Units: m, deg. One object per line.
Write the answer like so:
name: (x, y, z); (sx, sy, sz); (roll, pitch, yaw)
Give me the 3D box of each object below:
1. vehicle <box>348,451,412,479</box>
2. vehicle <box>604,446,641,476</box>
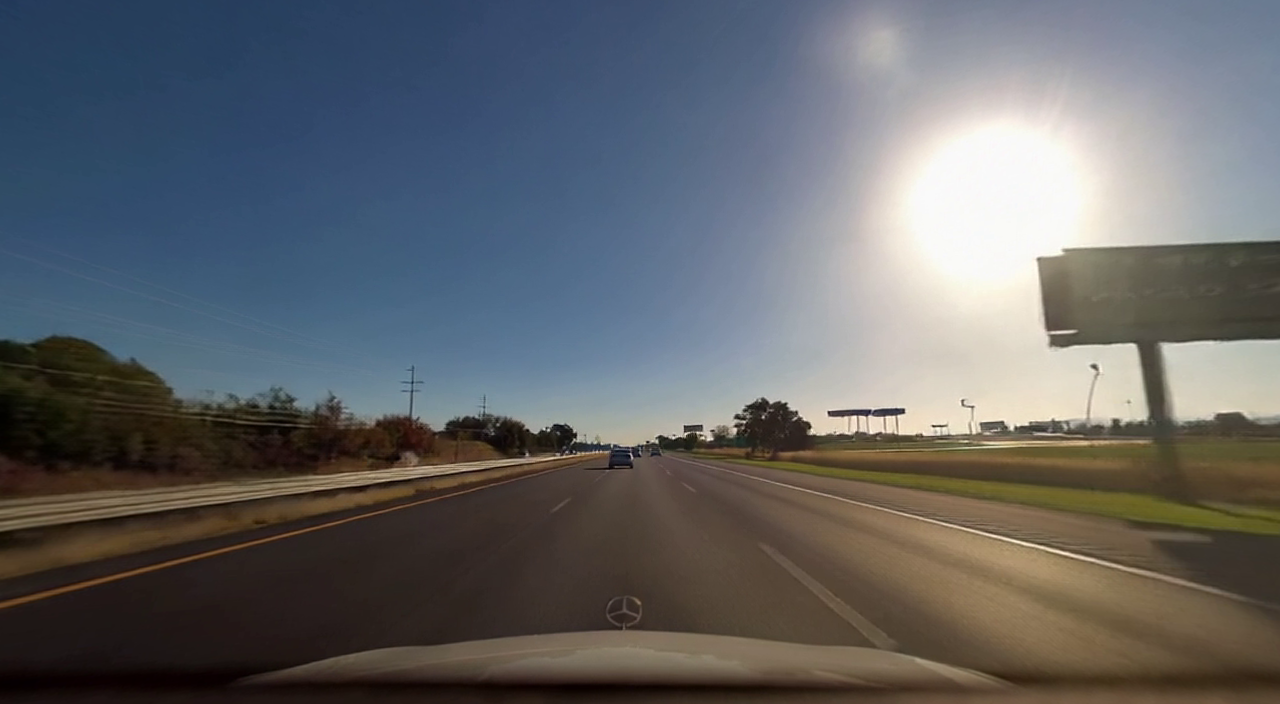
vehicle: (-15.154, 6.590, 37.014); (1.781, 1.535, 4.735); (0, -9, 0)
vehicle: (-0.936, 6.015, 34.937); (1.916, 1.494, 4.335); (0, -9, 0)
